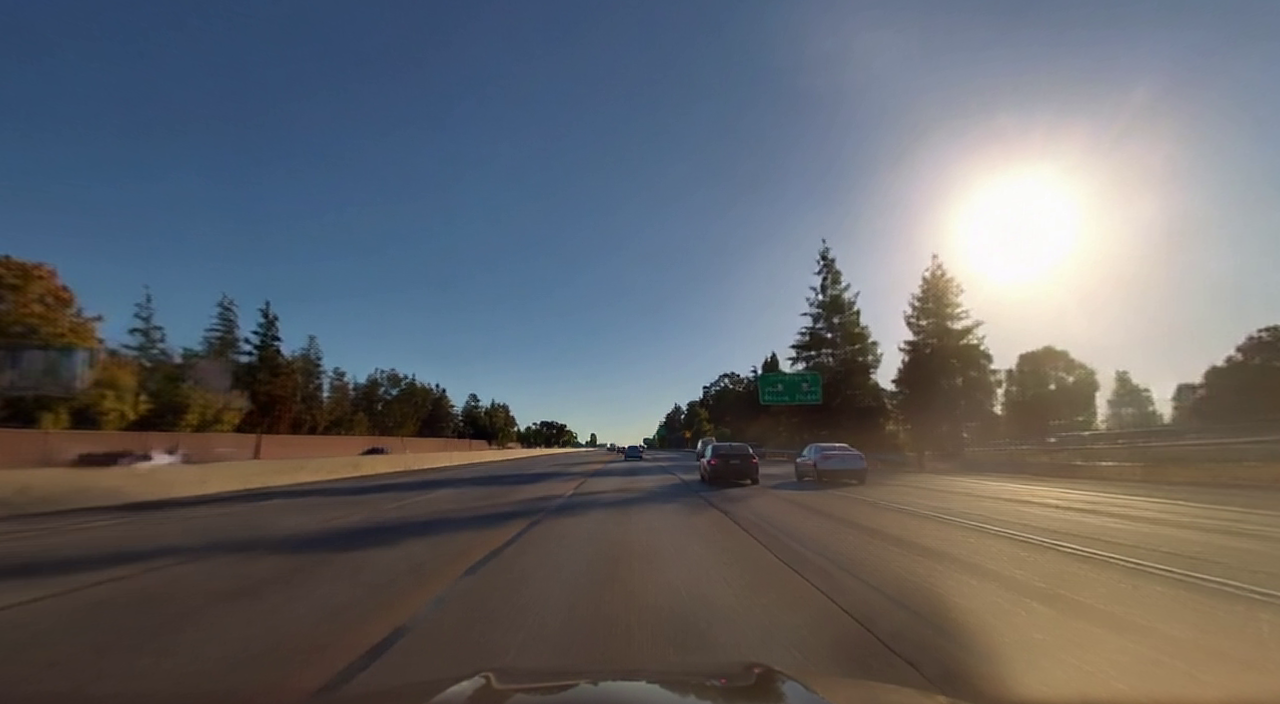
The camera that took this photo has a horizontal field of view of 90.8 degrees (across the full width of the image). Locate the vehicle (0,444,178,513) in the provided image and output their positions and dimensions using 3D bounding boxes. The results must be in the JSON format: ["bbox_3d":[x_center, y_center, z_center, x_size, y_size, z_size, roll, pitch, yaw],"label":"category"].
[{"bbox_3d":[-16.075,3.495,18.156,1.923,1.600,4.960,1,-8,-1],"label":"vehicle"}]

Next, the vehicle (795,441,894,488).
[{"bbox_3d":[7.158,3.960,22.657,1.946,1.497,4.467,0,-8,-1],"label":"vehicle"}]

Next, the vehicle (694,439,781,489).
[{"bbox_3d":[3.149,3.736,21.465,2.076,1.472,4.562,0,-8,-2],"label":"vehicle"}]
